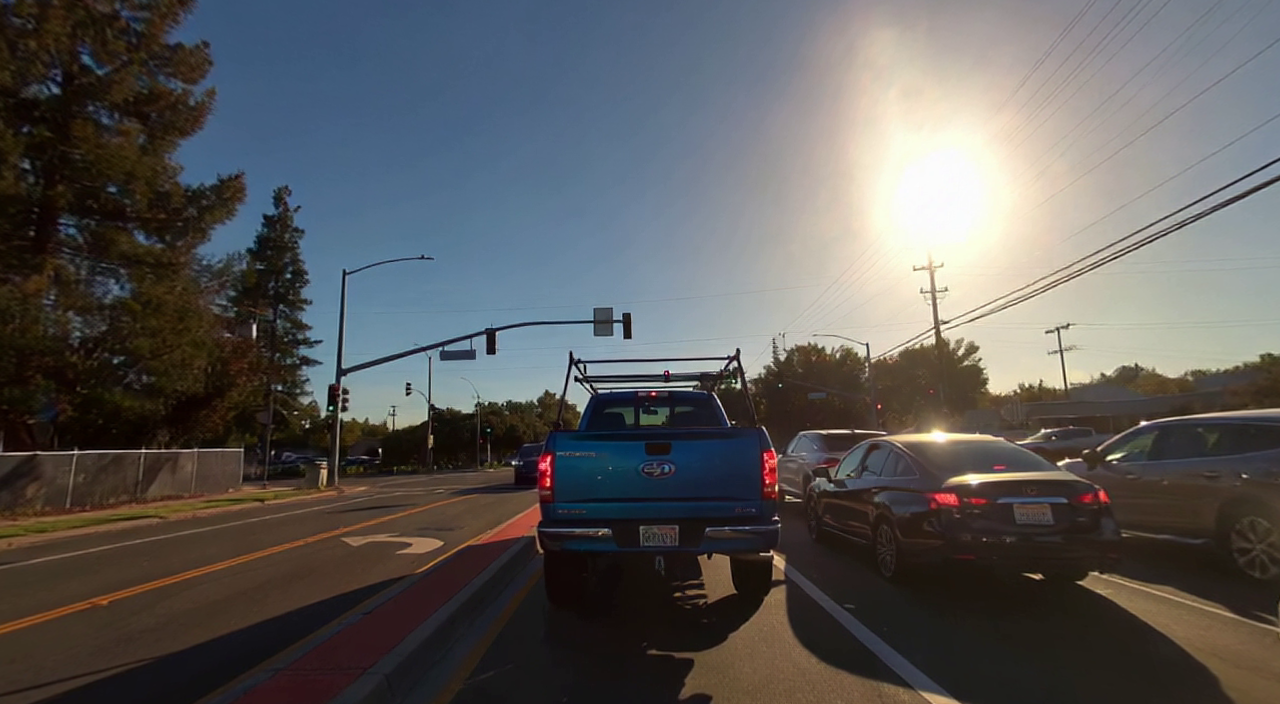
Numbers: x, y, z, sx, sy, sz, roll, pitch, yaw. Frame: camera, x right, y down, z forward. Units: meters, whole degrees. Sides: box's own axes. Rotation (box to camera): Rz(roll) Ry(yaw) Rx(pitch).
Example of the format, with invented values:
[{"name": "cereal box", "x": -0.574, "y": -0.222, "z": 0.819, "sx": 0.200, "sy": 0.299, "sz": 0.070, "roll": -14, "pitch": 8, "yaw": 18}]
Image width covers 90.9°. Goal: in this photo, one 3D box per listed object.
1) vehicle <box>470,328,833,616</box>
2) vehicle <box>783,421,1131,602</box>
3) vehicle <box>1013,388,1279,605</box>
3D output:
[{"name": "vehicle", "x": 0.116, "y": 1.383, "z": 8.132, "sx": 2.831, "sy": 2.284, "sz": 6.149, "roll": 0, "pitch": -8, "yaw": 1}, {"name": "vehicle", "x": 3.117, "y": 1.641, "z": 7.371, "sx": 1.993, "sy": 1.495, "sz": 4.060, "roll": 0, "pitch": -8, "yaw": 1}, {"name": "vehicle", "x": 6.156, "y": 1.369, "z": 6.461, "sx": 1.982, "sy": 1.727, "sz": 4.352, "roll": 0, "pitch": -8, "yaw": 1}]
